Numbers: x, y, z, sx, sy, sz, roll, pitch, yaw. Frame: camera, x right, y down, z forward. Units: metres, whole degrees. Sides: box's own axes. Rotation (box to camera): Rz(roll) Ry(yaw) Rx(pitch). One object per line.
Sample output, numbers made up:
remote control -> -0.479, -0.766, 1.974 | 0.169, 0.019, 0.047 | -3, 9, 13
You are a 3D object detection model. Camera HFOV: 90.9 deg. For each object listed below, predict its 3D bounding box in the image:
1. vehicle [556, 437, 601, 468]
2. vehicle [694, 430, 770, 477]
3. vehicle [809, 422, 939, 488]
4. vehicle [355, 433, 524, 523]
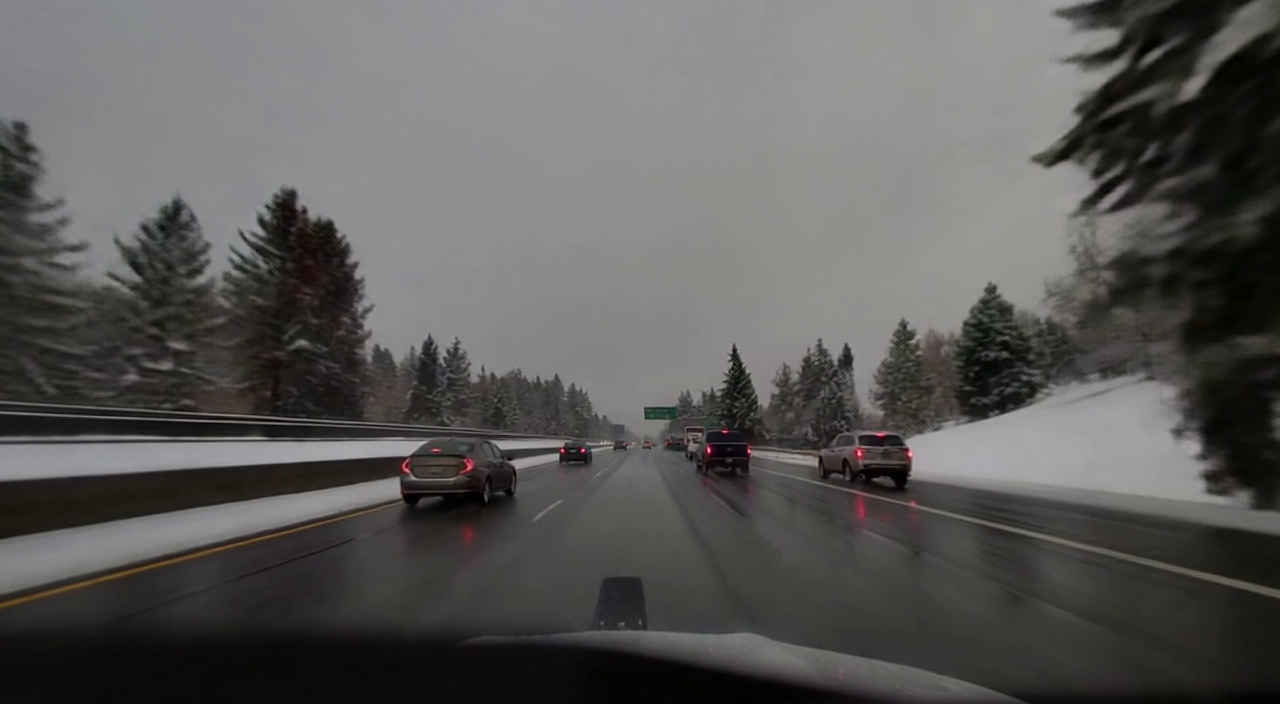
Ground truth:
vehicle -> -3.402, 5.625, 35.475 | 2.020, 1.628, 4.248 | 0, -8, 1
vehicle -> 4.058, 4.610, 28.943 | 2.517, 1.935, 5.552 | 0, -9, -1
vehicle -> 7.826, 3.529, 21.873 | 2.291, 1.968, 5.662 | 0, -9, 0
vehicle -> -3.735, 2.419, 12.642 | 1.978, 1.473, 4.073 | 0, -9, 1
